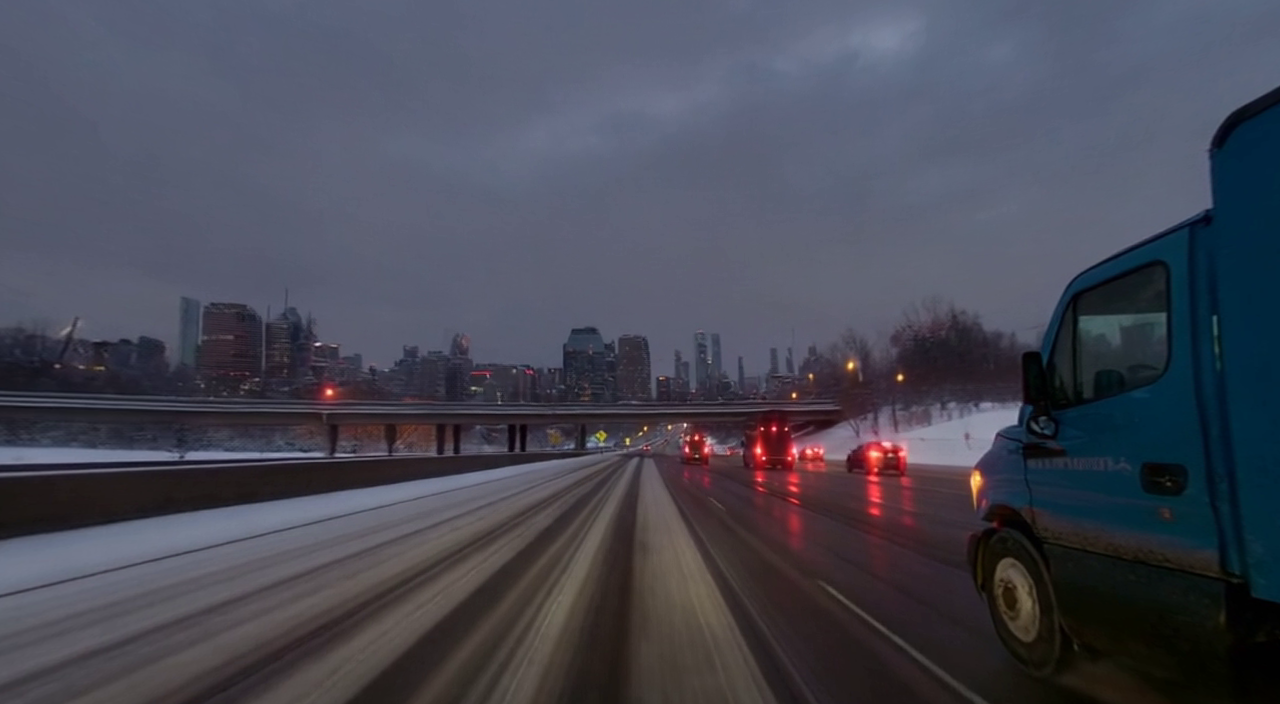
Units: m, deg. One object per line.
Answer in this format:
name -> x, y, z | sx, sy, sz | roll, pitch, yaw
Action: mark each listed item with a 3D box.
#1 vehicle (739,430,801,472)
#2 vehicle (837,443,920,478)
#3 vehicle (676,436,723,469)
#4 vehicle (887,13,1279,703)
vehicle -> 7.338, 5.661, 36.262 | 2.301, 2.203, 5.419 | 0, -9, -1
vehicle -> 10.786, 4.946, 28.947 | 1.976, 1.474, 4.779 | 0, -9, 1
vehicle -> 3.814, 6.603, 41.622 | 2.464, 1.961, 5.520 | 0, -8, -1
vehicle -> 3.367, 0.181, 1.664 | 2.436, 2.745, 7.034 | 0, -9, -1
